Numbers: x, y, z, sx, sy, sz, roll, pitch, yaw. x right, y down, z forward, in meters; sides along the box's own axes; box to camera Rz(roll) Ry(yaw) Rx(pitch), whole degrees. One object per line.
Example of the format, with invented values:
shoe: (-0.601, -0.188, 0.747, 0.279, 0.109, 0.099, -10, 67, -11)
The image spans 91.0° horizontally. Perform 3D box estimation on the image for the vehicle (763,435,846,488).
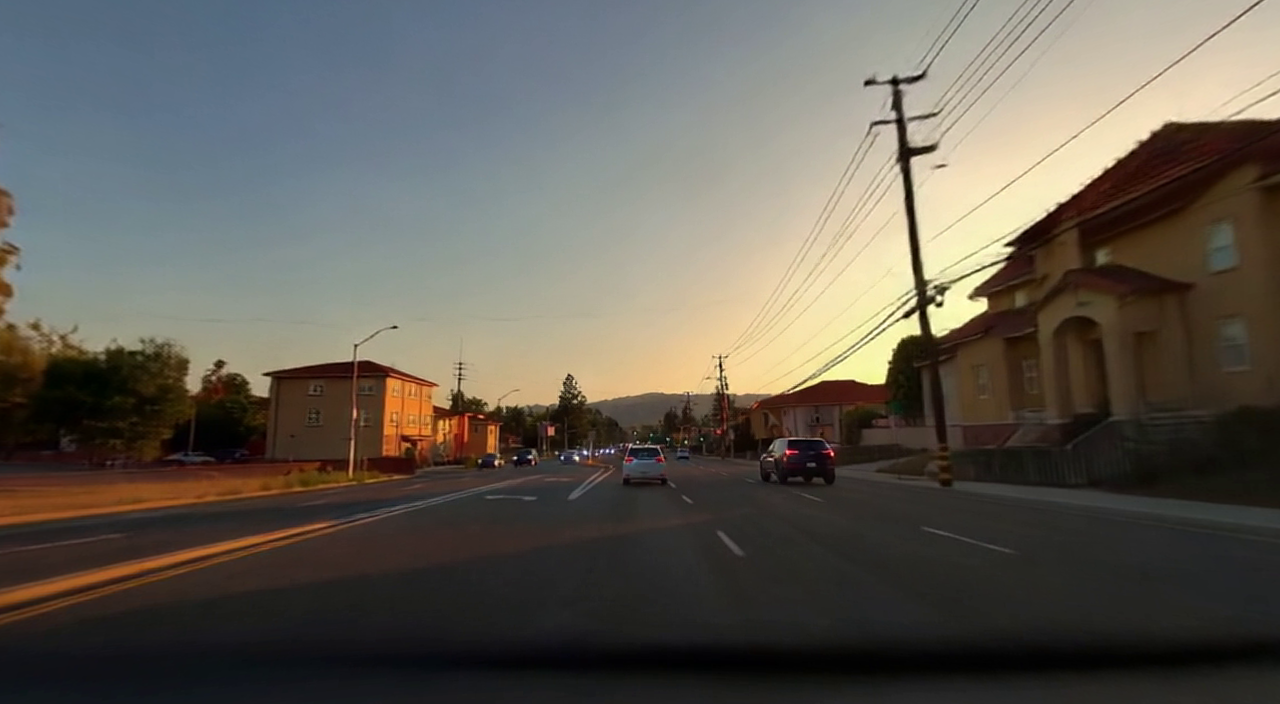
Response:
vehicle: (6.278, 4.229, 24.595, 2.061, 1.889, 4.268, 0, -9, -1)

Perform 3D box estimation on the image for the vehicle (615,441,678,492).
vehicle: (0.188, 4.178, 23.375, 2.138, 1.702, 4.168, 0, -9, -1)
